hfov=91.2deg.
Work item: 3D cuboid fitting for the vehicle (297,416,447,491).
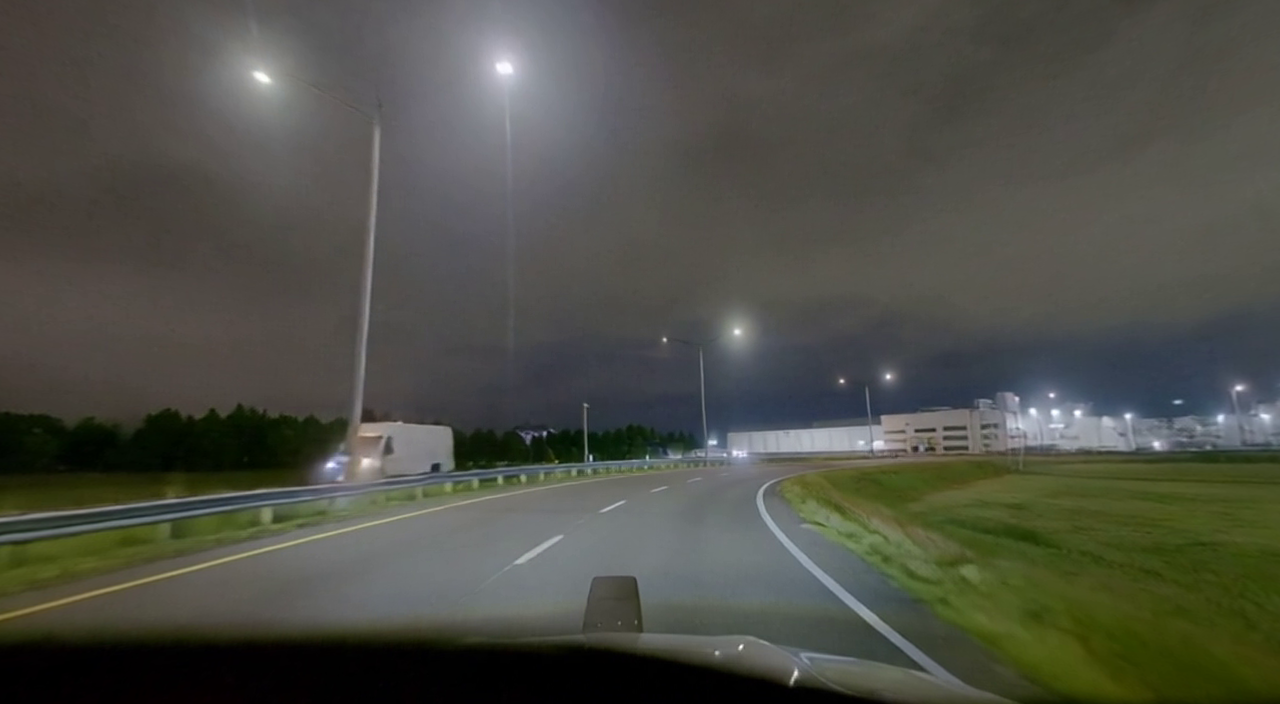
[{"bbox_3d":[-10.425,4.033,25.147,2.396,2.635,5.921,-2,-9,13],"label":"vehicle"}]
